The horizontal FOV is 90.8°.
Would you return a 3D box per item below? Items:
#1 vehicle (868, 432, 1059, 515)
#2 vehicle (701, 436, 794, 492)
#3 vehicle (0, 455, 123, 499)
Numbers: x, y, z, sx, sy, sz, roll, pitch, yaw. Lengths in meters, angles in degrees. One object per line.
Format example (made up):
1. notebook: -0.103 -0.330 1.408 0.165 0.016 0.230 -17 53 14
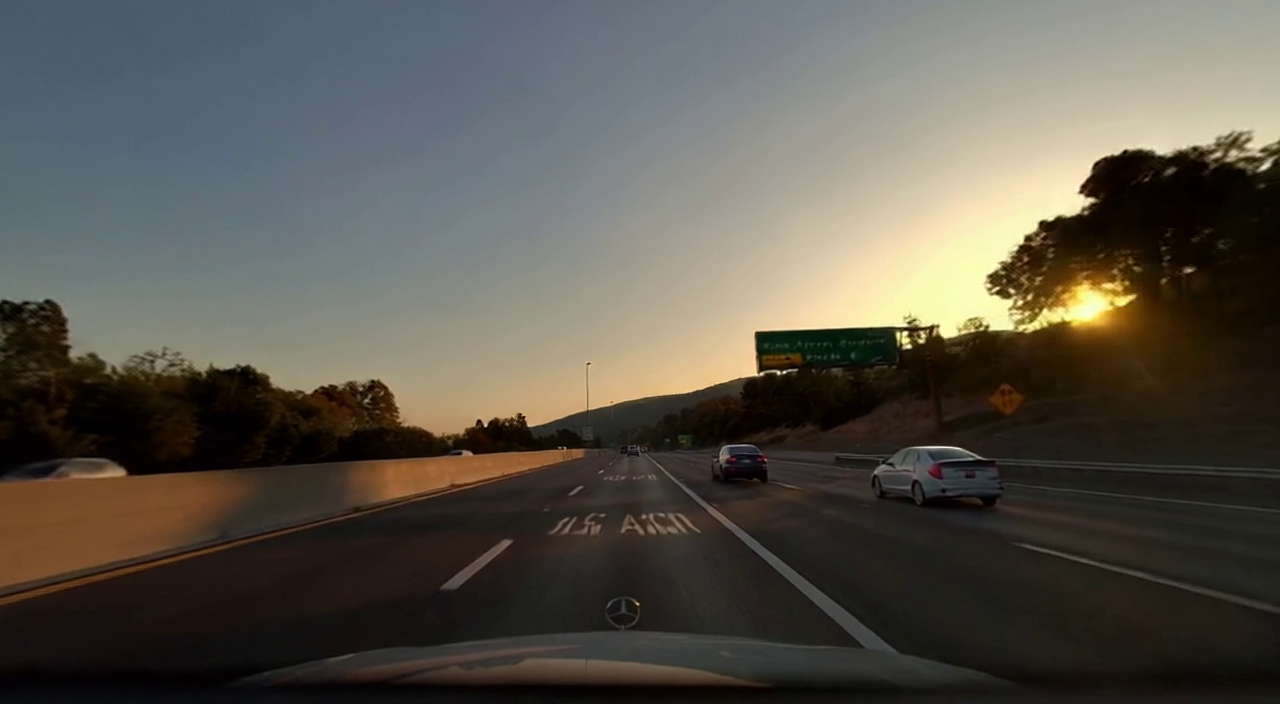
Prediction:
1. vehicle: 6.808 2.579 13.870 2.038 1.528 3.910 0 -9 -1
2. vehicle: 3.237 3.474 19.954 2.056 1.553 4.320 0 -9 -1
3. vehicle: -21.674 4.592 23.510 1.636 1.418 3.844 0 -9 -1
